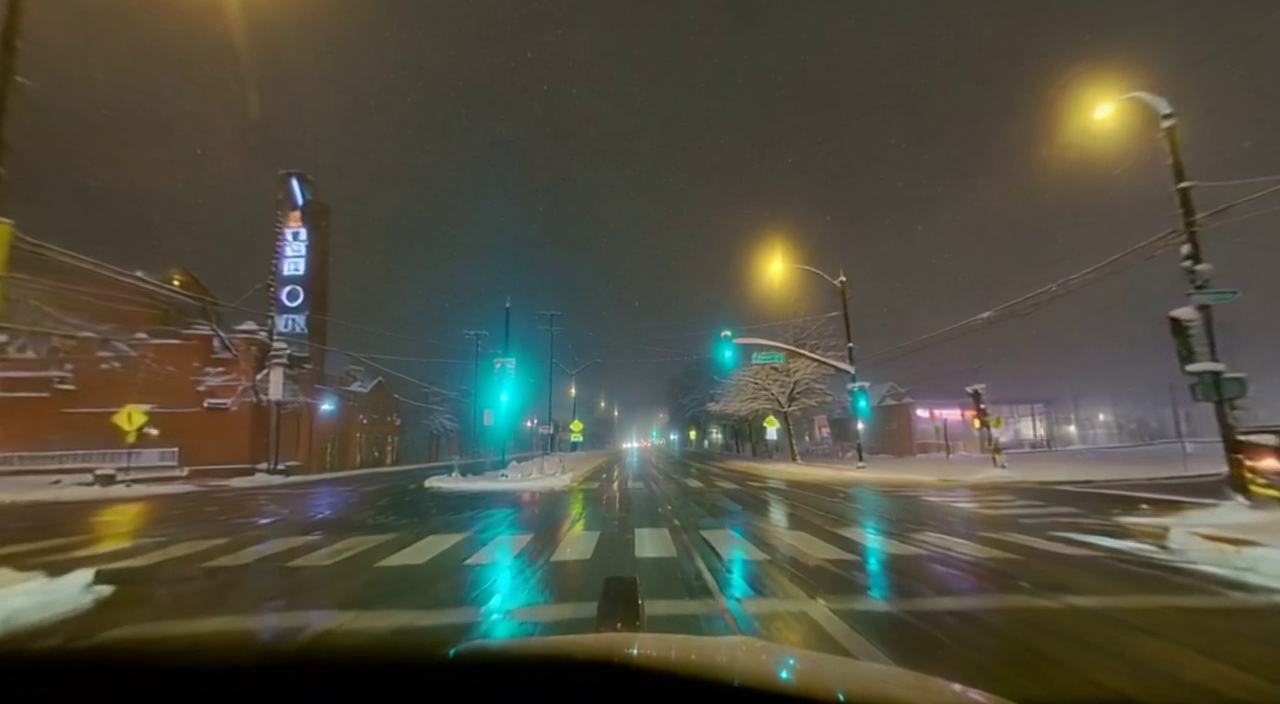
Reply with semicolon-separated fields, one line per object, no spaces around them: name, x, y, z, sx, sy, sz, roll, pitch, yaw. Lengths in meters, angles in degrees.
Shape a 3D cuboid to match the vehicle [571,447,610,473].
vehicle;-2.978;6.600;38.784;2.078;1.471;4.217;0;-9;0
